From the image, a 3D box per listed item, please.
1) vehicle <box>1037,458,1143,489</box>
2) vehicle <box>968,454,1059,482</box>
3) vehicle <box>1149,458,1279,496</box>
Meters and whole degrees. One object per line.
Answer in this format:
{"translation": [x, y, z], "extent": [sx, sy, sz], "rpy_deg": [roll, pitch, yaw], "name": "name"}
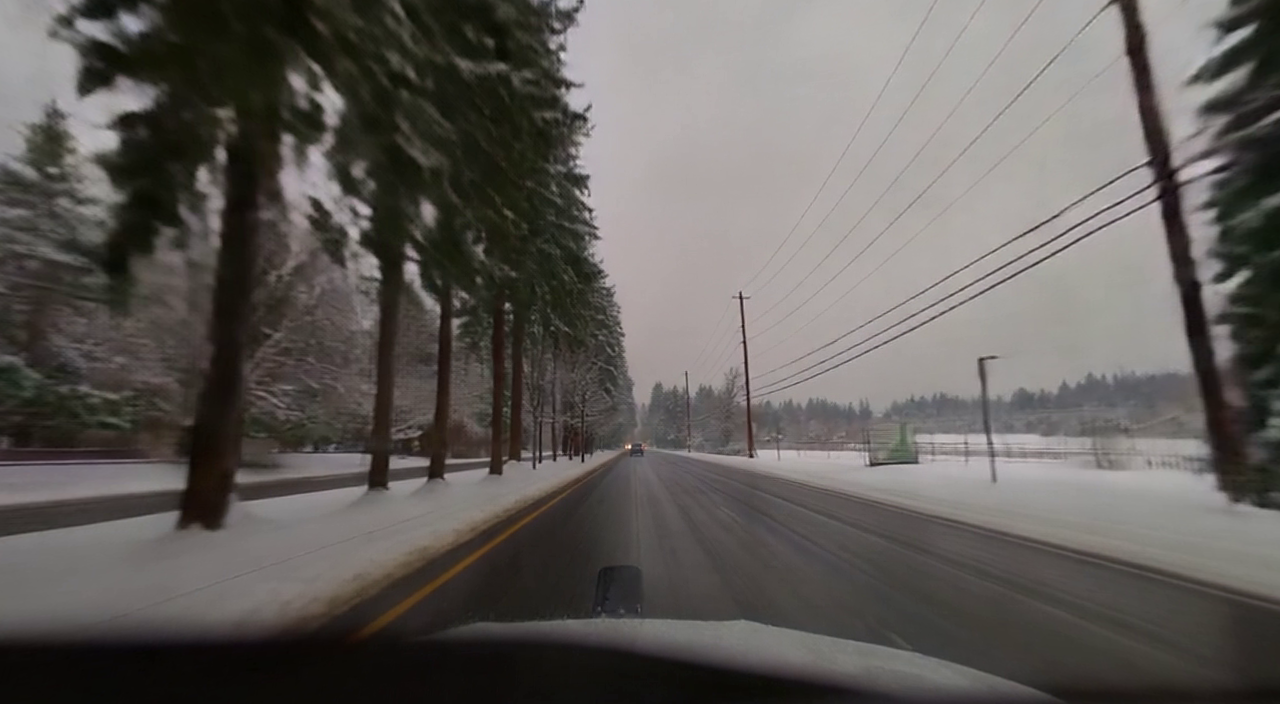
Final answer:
{"translation": [23.997, 6.464, 33.778], "extent": [4.271, 1.542, 1.887], "rpy_deg": [0, -8, -3], "name": "vehicle"}
{"translation": [23.754, 7.357, 40.255], "extent": [4.519, 1.658, 1.911], "rpy_deg": [-1, -8, 0], "name": "vehicle"}
{"translation": [24.276, 5.183, 26.311], "extent": [4.369, 1.454, 1.973], "rpy_deg": [0, -9, 1], "name": "vehicle"}
